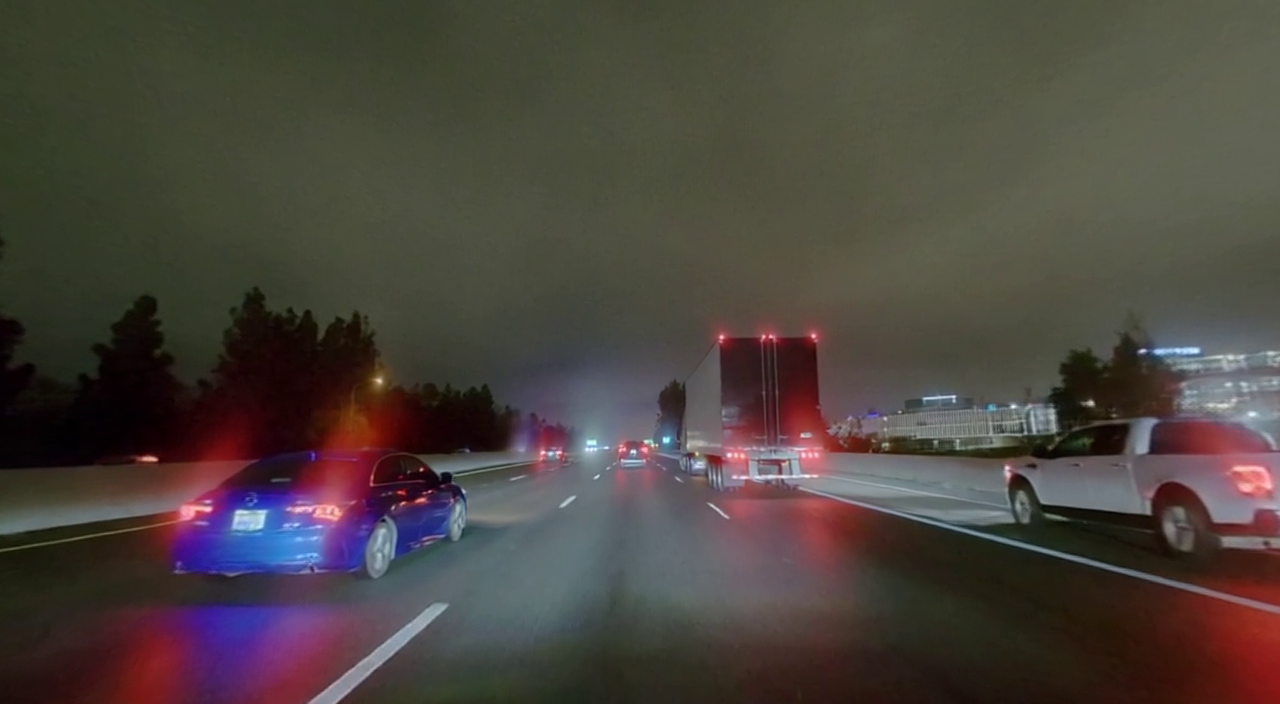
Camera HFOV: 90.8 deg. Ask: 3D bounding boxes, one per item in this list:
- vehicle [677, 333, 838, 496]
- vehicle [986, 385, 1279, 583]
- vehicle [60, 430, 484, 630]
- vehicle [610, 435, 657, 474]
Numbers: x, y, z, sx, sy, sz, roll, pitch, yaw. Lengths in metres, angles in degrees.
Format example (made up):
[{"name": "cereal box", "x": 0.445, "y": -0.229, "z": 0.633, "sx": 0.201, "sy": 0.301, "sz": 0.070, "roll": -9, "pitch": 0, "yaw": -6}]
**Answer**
[{"name": "vehicle", "x": 3.359, "y": 2.709, "z": 23.377, "sx": 2.876, "sy": 4.086, "sz": 15.117, "roll": 0, "pitch": -9, "yaw": -1}, {"name": "vehicle", "x": 6.928, "y": 1.528, "z": 7.832, "sx": 2.106, "sy": 1.795, "sz": 5.489, "roll": 0, "pitch": -9, "yaw": -1}, {"name": "vehicle", "x": -3.208, "y": 1.634, "z": 6.859, "sx": 1.864, "sy": 1.406, "sz": 4.544, "roll": 0, "pitch": -9, "yaw": 0}, {"name": "vehicle", "x": -0.360, "y": 5.166, "z": 31.979, "sx": 2.203, "sy": 1.805, "sz": 4.358, "roll": 0, "pitch": -9, "yaw": -1}]
